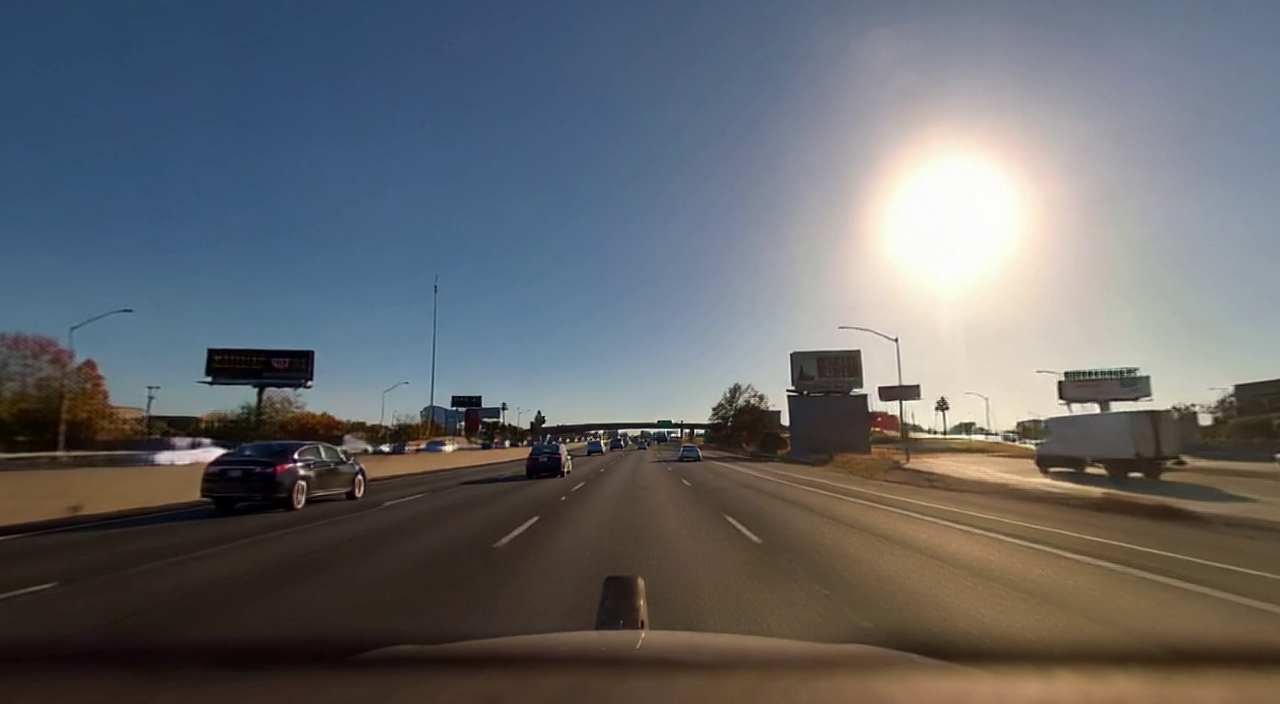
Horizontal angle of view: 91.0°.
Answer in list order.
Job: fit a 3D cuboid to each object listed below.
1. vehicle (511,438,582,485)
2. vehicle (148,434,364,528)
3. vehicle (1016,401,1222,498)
[{"bbox_3d":[-3.416,4.076,23.772,2.001,1.577,4.055,0,-9,1],"label":"vehicle"},{"bbox_3d":[-7.190,2.417,12.310,1.865,1.518,3.620,0,-9,1],"label":"vehicle"},{"bbox_3d":[20.346,4.254,27.762,2.958,3.538,8.761,0,-9,7],"label":"vehicle"}]
